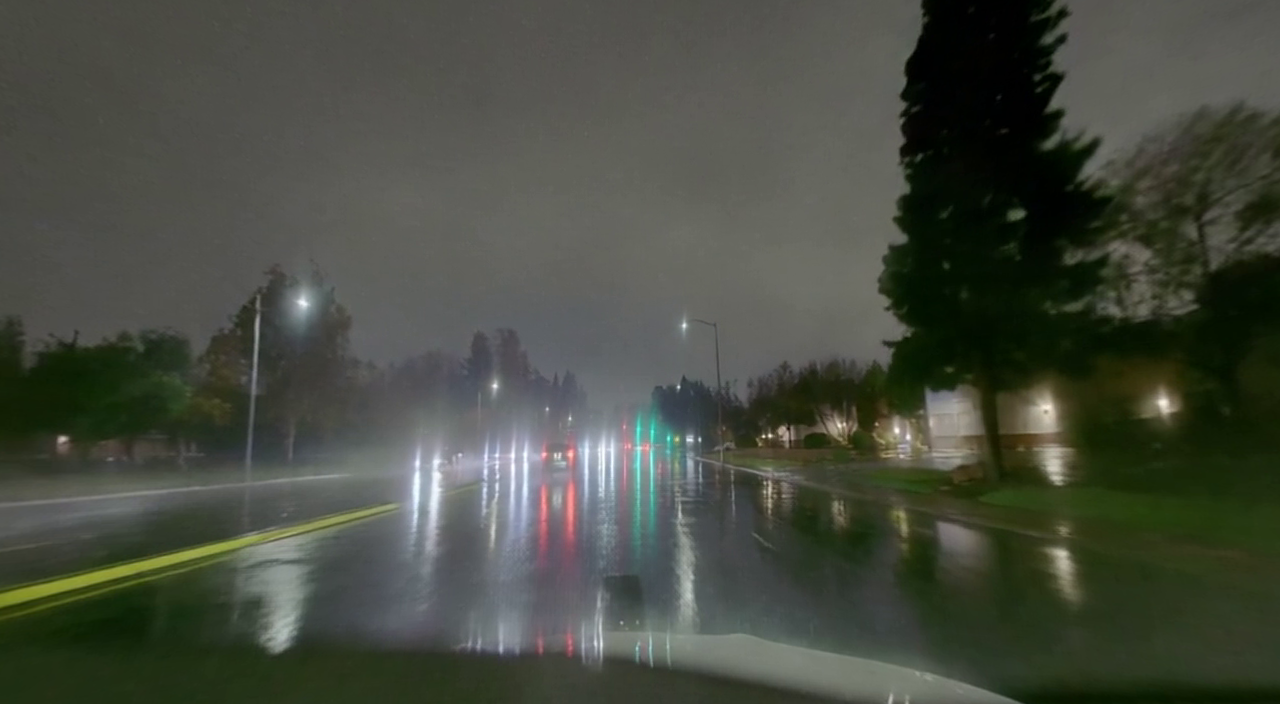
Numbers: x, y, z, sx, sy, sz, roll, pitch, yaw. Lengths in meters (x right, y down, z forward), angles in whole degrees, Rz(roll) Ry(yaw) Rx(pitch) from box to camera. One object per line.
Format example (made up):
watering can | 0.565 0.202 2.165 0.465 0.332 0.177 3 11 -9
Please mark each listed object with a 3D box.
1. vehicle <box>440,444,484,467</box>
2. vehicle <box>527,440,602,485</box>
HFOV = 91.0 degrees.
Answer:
vehicle | -13.847 8.099 49.307 2.059 1.734 4.559 0 -9 1
vehicle | -2.733 4.130 23.830 2.106 1.517 4.375 0 -9 2
